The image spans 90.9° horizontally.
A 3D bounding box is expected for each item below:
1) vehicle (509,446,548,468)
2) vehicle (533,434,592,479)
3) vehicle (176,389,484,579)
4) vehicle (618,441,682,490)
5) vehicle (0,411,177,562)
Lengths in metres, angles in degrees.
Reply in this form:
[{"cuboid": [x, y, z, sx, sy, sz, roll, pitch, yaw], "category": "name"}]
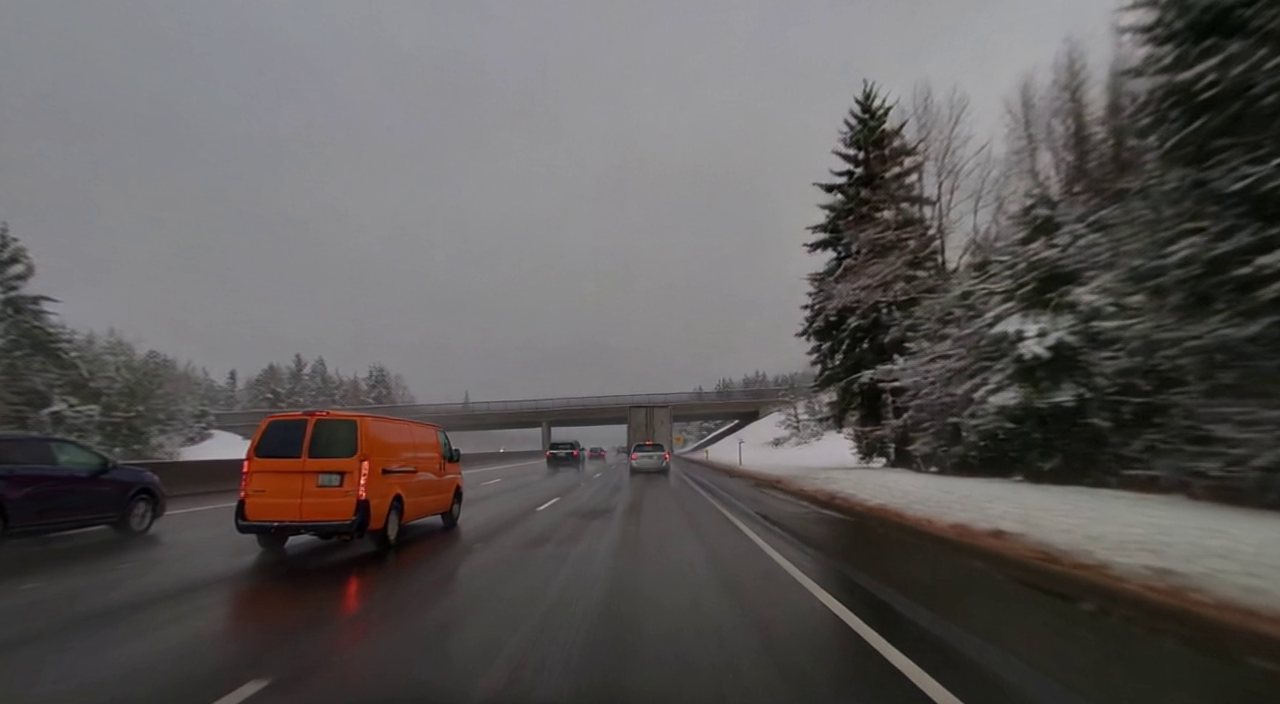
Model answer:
[{"cuboid": [-7.772, 7.326, 44.112, 1.886, 1.414, 4.028, 0, -9, 1], "category": "vehicle"}, {"cuboid": [-3.433, 4.733, 28.754, 2.068, 1.862, 4.234, 0, -9, 1], "category": "vehicle"}, {"cuboid": [-3.580, 1.609, 8.311, 1.951, 1.882, 3.979, 0, -9, 1], "category": "vehicle"}, {"cuboid": [0.317, 3.829, 21.549, 1.991, 1.507, 3.391, 0, -9, 0], "category": "vehicle"}, {"cuboid": [-8.250, 1.586, 7.551, 2.093, 1.675, 4.233, 0, -9, 0], "category": "vehicle"}]
